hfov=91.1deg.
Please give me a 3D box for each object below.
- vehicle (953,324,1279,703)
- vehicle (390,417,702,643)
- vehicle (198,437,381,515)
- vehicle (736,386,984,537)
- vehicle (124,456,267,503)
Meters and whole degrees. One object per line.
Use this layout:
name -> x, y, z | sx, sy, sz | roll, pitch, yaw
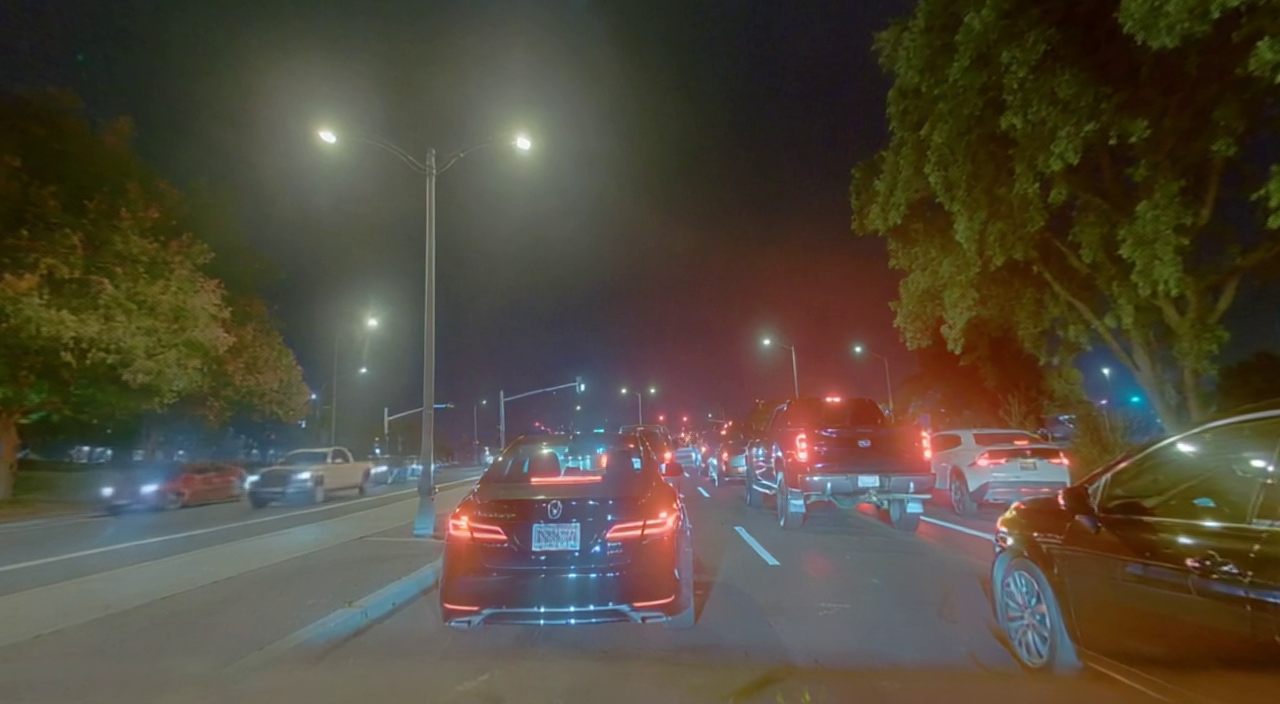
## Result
vehicle -> 3.160, 0.763, 2.079 | 1.982, 1.709, 4.427 | 0, -9, 1
vehicle -> -0.581, 1.504, 6.331 | 2.111, 1.506, 4.018 | 0, -9, 2
vehicle -> -8.816, 3.116, 16.409 | 1.986, 1.712, 4.686 | 0, -9, 1
vehicle -> 3.517, 1.959, 11.710 | 2.444, 2.098, 5.766 | 0, -9, -1
vehicle -> -16.460, 4.689, 23.587 | 1.921, 1.499, 4.566 | 0, -9, 2
